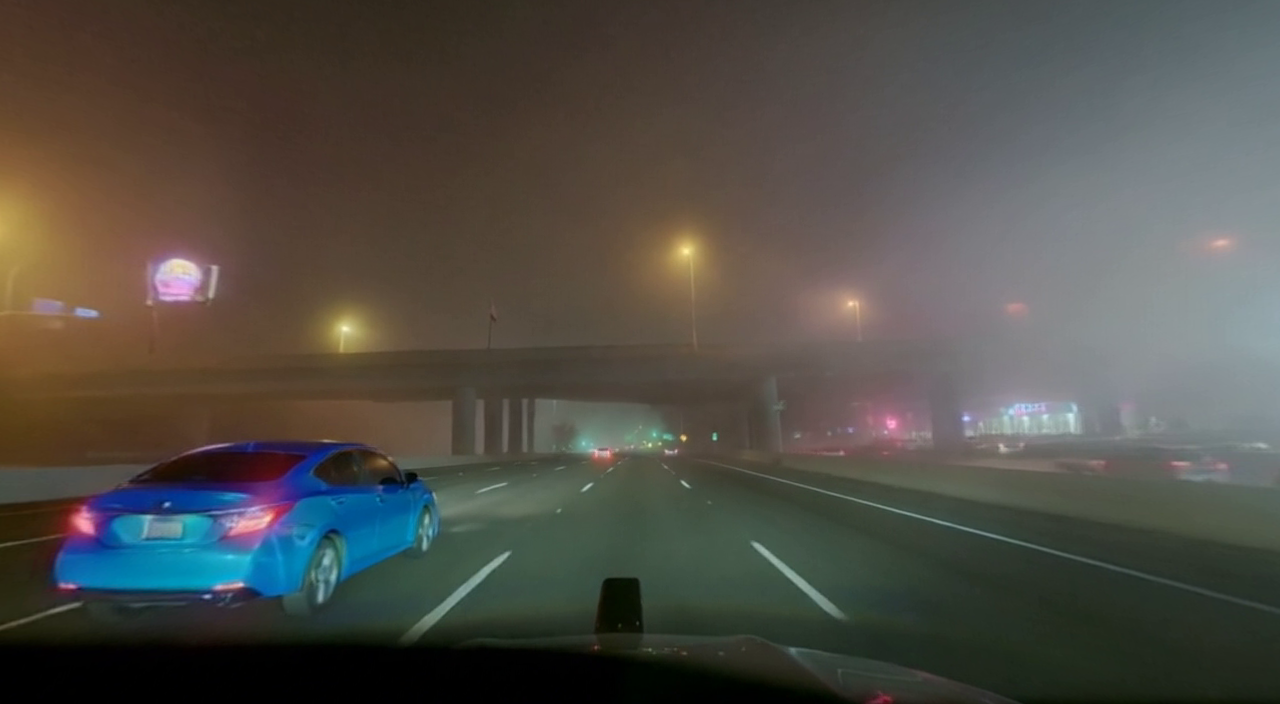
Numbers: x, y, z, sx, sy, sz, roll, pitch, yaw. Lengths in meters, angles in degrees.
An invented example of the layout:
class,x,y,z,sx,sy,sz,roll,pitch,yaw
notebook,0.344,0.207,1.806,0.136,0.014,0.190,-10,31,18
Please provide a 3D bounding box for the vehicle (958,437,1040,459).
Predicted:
class,x,y,z,sx,sy,sz,roll,pitch,yaw
vehicle,24.927,6.698,43.992,4.513,1.469,1.871,0,-8,1

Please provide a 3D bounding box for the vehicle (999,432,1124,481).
class,x,y,z,sx,sy,sz,roll,pitch,yaw
vehicle,18.510,4.594,28.132,1.947,1.963,5.237,0,-8,0

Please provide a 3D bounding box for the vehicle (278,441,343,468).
class,x,y,z,sx,sy,sz,roll,pitch,yaw
vehicle,-19.375,6.023,37.314,1.722,1.502,3.846,0,-8,1

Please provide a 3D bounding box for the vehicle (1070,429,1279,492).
class,x,y,z,sx,sy,sz,roll,pitch,yaw
vehicle,18.363,3.742,22.272,2.128,1.915,5.821,0,-8,-2
